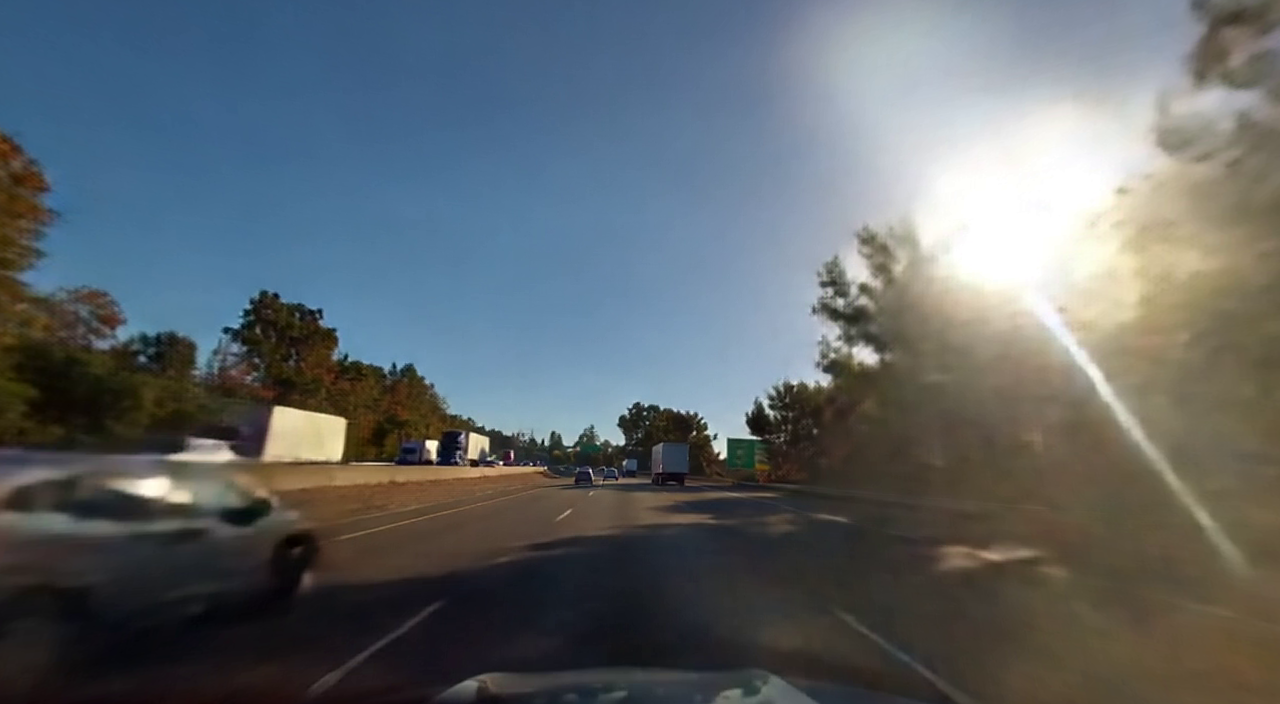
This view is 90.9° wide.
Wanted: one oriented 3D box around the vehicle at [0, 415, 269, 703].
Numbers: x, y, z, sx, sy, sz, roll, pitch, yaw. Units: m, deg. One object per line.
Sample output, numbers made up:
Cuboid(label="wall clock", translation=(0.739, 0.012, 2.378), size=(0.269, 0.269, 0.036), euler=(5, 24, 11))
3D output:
Cuboid(label="vehicle", translation=(-3.865, 1.048, 2.978), size=(1.868, 1.485, 3.770), euler=(1, -11, 0))

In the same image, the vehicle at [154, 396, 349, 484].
Cuboid(label="vehicle", translation=(-12.002, 2.953, 20.260), size=(2.336, 2.353, 6.170), euler=(1, -11, -1))
